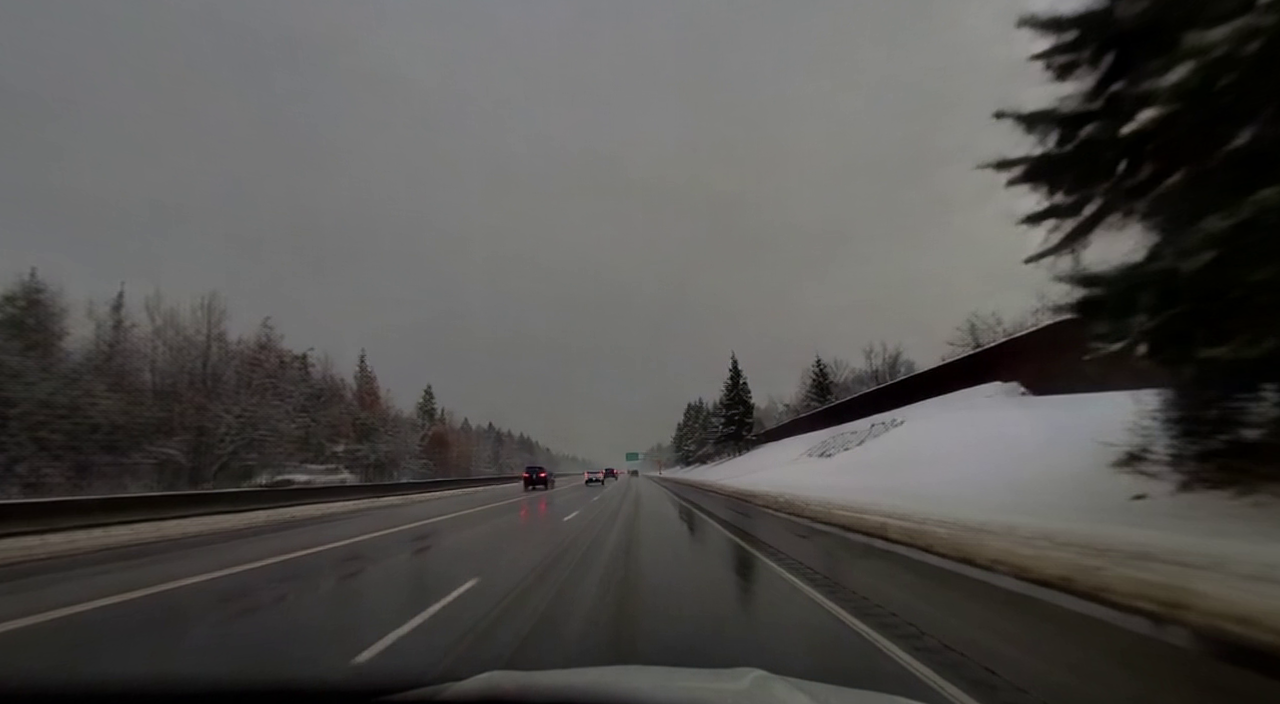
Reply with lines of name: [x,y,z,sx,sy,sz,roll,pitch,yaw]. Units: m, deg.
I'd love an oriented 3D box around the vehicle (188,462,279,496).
vehicle: [-22.950,7.195,35.818,2.044,1.778,4.622,1,-11,0]

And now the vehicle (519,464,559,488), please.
vehicle: [-7.337,9.070,46.254,2.124,1.630,4.416,1,-11,0]

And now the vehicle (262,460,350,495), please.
vehicle: [-15.533,5.861,29.564,1.851,1.459,4.101,1,-11,0]
